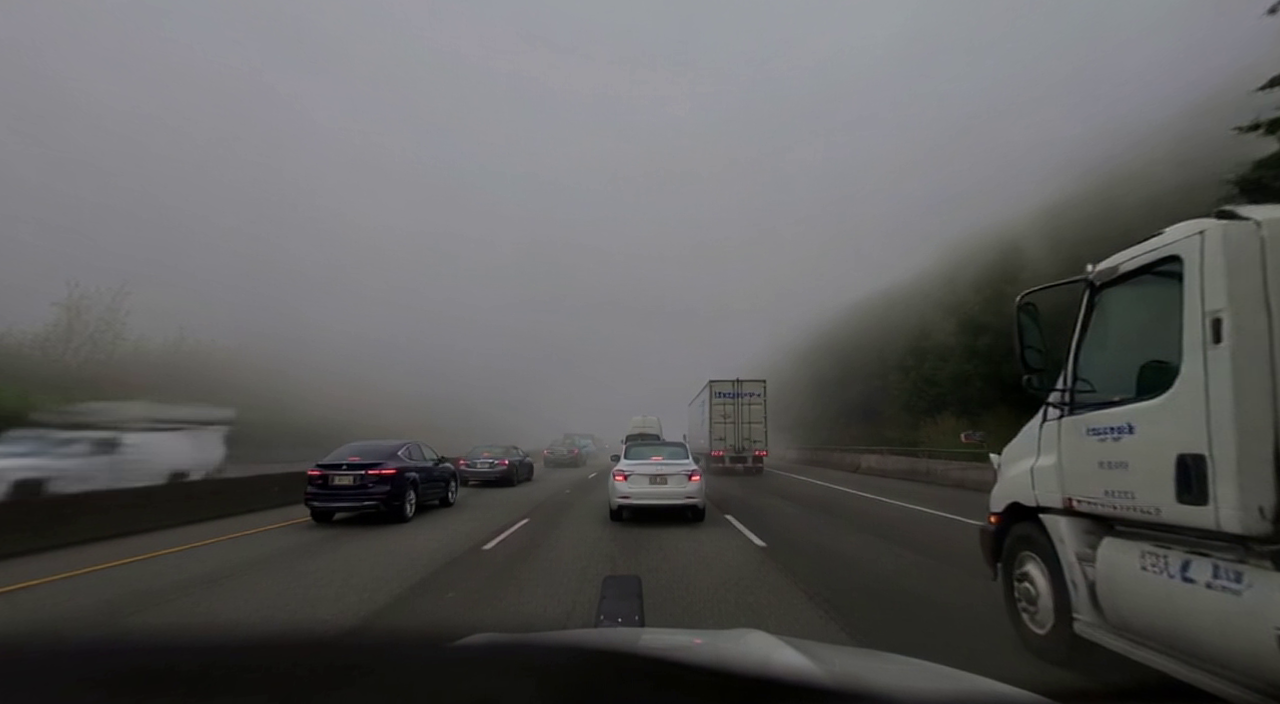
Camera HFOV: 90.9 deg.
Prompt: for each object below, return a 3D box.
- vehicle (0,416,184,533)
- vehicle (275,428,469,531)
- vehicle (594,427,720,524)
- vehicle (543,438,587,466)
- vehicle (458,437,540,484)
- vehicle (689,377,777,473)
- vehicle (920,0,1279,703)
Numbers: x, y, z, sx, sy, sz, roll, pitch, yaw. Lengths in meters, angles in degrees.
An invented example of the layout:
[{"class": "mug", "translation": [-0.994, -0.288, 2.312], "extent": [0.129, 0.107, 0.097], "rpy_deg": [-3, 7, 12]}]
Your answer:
[{"class": "vehicle", "translation": [-11.719, 2.299, 12.339], "extent": [2.004, 1.941, 4.674], "rpy_deg": [0, -8, 1]}, {"class": "vehicle", "translation": [-4.514, 2.158, 11.317], "extent": [1.821, 1.514, 3.677], "rpy_deg": [0, -8, 0]}, {"class": "vehicle", "translation": [0.275, 2.191, 11.729], "extent": [1.973, 1.505, 3.568], "rpy_deg": [0, -8, 0]}, {"class": "vehicle", "translation": [-4.317, 5.800, 36.837], "extent": [1.887, 1.493, 4.411], "rpy_deg": [0, -8, 2]}, {"class": "vehicle", "translation": [-4.833, 3.743, 22.190], "extent": [1.880, 1.458, 3.978], "rpy_deg": [0, -8, 1]}, {"class": "vehicle", "translation": [4.531, 4.069, 34.237], "extent": [2.892, 4.101, 14.252], "rpy_deg": [0, -8, 1]}, {"class": "vehicle", "translation": [3.997, -0.145, 2.425], "extent": [2.982, 3.860, 6.011], "rpy_deg": [0, -8, 0]}]
